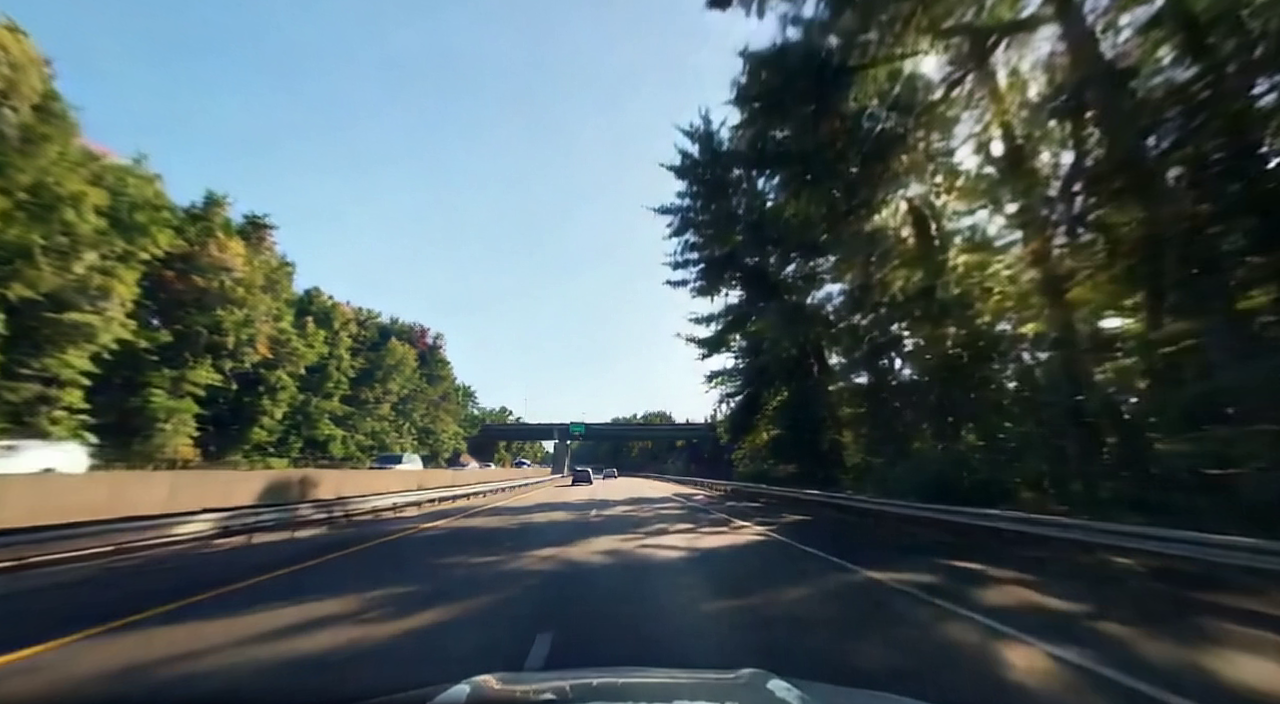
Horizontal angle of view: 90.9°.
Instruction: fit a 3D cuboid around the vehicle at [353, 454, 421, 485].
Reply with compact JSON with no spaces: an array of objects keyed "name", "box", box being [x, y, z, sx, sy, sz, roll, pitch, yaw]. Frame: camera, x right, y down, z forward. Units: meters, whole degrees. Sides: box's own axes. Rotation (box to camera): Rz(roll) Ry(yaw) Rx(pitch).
[{"name":"vehicle","box":[-12.557,5.871,31.503,1.839,1.411,4.139,1,-11,-3]}]
